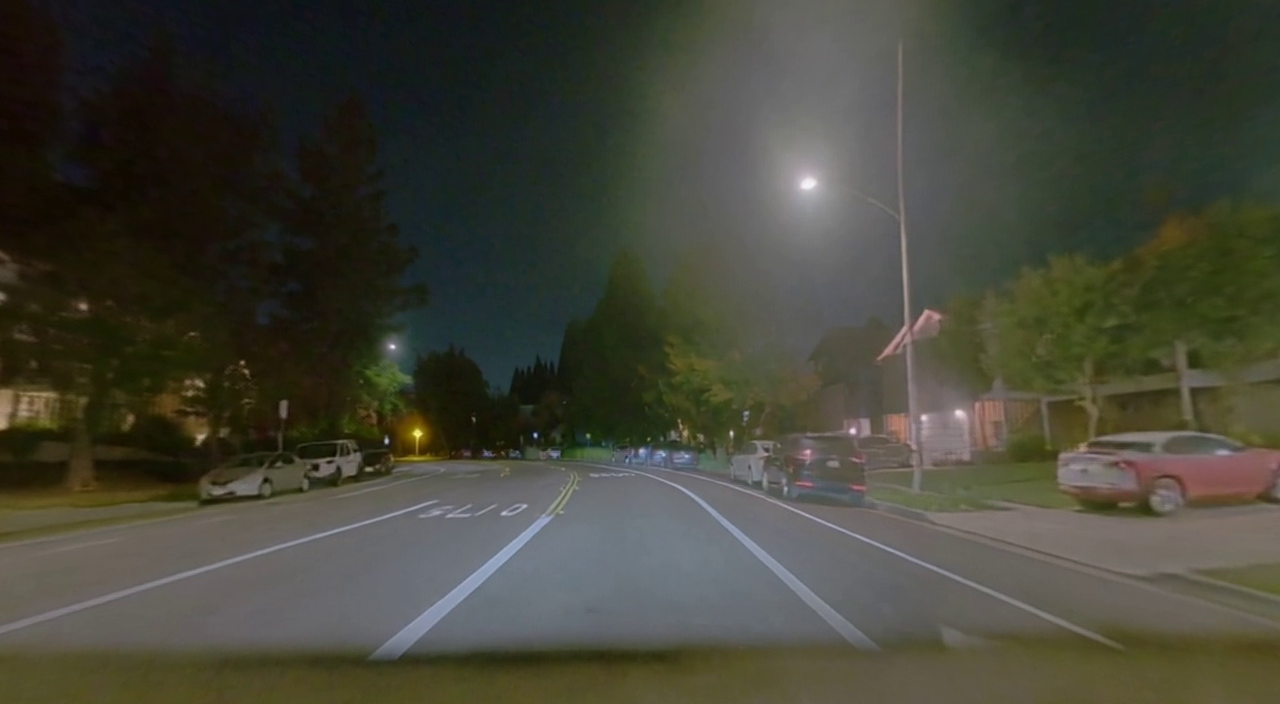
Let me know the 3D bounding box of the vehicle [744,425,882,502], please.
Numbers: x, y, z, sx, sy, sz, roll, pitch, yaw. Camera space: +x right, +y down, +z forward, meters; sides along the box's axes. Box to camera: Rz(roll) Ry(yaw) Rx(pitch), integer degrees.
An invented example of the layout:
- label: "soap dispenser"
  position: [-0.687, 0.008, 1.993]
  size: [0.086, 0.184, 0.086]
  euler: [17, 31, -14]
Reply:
- label: "vehicle"
  position: [4.451, 2.966, 17.172]
  size: [2.184, 1.770, 4.651]
  euler: [1, -8, -4]

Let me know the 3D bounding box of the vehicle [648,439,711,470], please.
- label: "vehicle"
  position: [2.166, 5.753, 35.805]
  size: [2.367, 1.614, 4.463]
  euler: [3, -9, -13]

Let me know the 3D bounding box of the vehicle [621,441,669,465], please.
- label: "vehicle"
  position: [0.289, 6.743, 42.405]
  size: [1.844, 1.485, 4.193]
  euler: [4, -9, -19]

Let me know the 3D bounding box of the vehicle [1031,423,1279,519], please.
- label: "vehicle"
  position: [10.297, 2.170, 11.921]
  size: [4.512, 1.477, 1.927]
  euler: [-2, -9, -3]

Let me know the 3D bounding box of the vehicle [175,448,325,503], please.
- label: "vehicle"
  position: [-11.970, 3.783, 19.857]
  size: [2.012, 1.478, 4.661]
  euler: [1, -8, -4]

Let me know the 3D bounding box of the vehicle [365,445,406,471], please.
- label: "vehicle"
  position: [-15.493, 6.456, 38.660]
  size: [1.943, 1.476, 4.714]
  euler: [3, -9, -17]

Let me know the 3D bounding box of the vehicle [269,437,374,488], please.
- label: "vehicle"
  position: [-12.481, 4.324, 25.187]
  size: [2.107, 1.810, 4.708]
  euler: [1, -8, -6]
